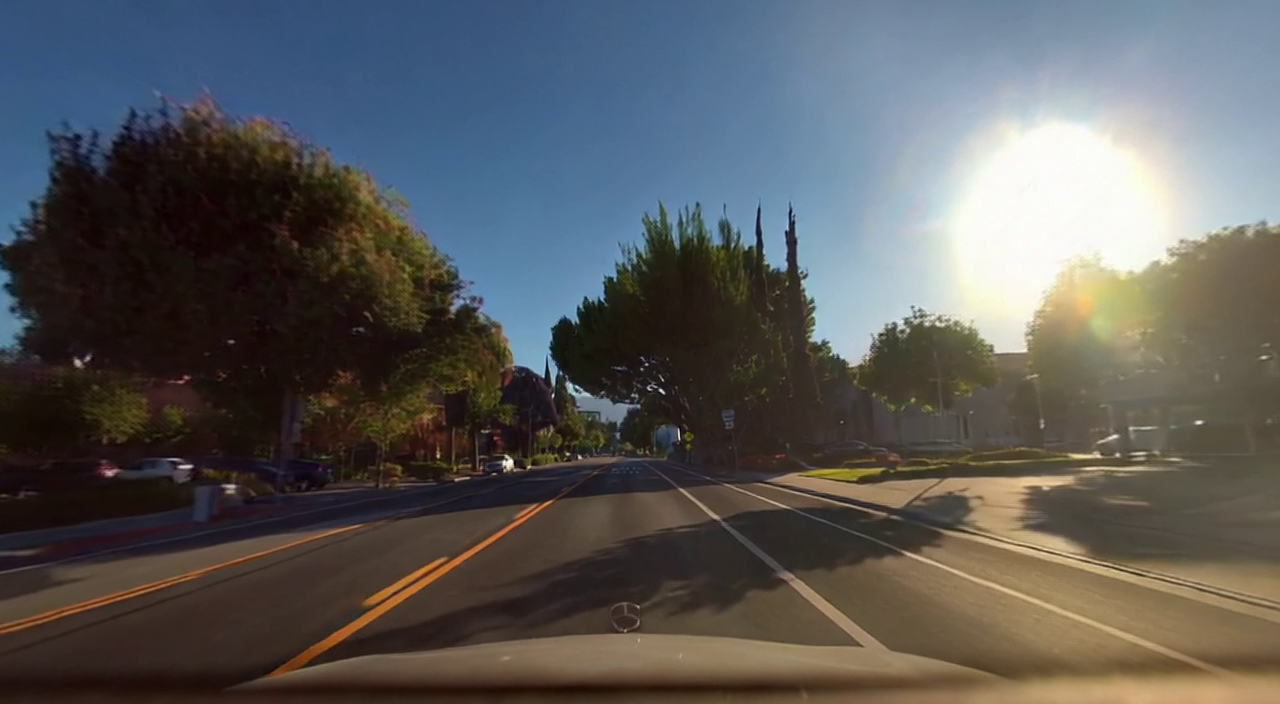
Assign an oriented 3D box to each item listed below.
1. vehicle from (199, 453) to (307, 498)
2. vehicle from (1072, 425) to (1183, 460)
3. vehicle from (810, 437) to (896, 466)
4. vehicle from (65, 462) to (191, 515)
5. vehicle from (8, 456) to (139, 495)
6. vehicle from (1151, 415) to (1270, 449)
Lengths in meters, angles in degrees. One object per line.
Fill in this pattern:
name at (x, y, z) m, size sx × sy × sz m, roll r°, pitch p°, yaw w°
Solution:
vehicle at (-16.595, 5.239, 27.096) m, size 4.311 × 1.746 × 1.984 m, roll -5°, pitch -10°, yaw 29°
vehicle at (22.298, 4.149, 28.875) m, size 4.750 × 1.505 × 1.928 m, roll 4°, pitch -10°, yaw -25°
vehicle at (12.743, 5.964, 37.838) m, size 4.554 × 1.668 × 1.974 m, roll -5°, pitch -10°, yaw 28°
vehicle at (-17.356, 4.524, 21.369) m, size 4.708 × 1.472 × 1.994 m, roll -6°, pitch -11°, yaw 35°
vehicle at (-27.722, 6.028, 31.136) m, size 4.417 × 1.747 × 1.954 m, roll 5°, pitch -10°, yaw -33°
vehicle at (31.546, 4.498, 35.122) m, size 4.497 × 1.562 × 1.878 m, roll -9°, pitch -11°, yaw 32°
